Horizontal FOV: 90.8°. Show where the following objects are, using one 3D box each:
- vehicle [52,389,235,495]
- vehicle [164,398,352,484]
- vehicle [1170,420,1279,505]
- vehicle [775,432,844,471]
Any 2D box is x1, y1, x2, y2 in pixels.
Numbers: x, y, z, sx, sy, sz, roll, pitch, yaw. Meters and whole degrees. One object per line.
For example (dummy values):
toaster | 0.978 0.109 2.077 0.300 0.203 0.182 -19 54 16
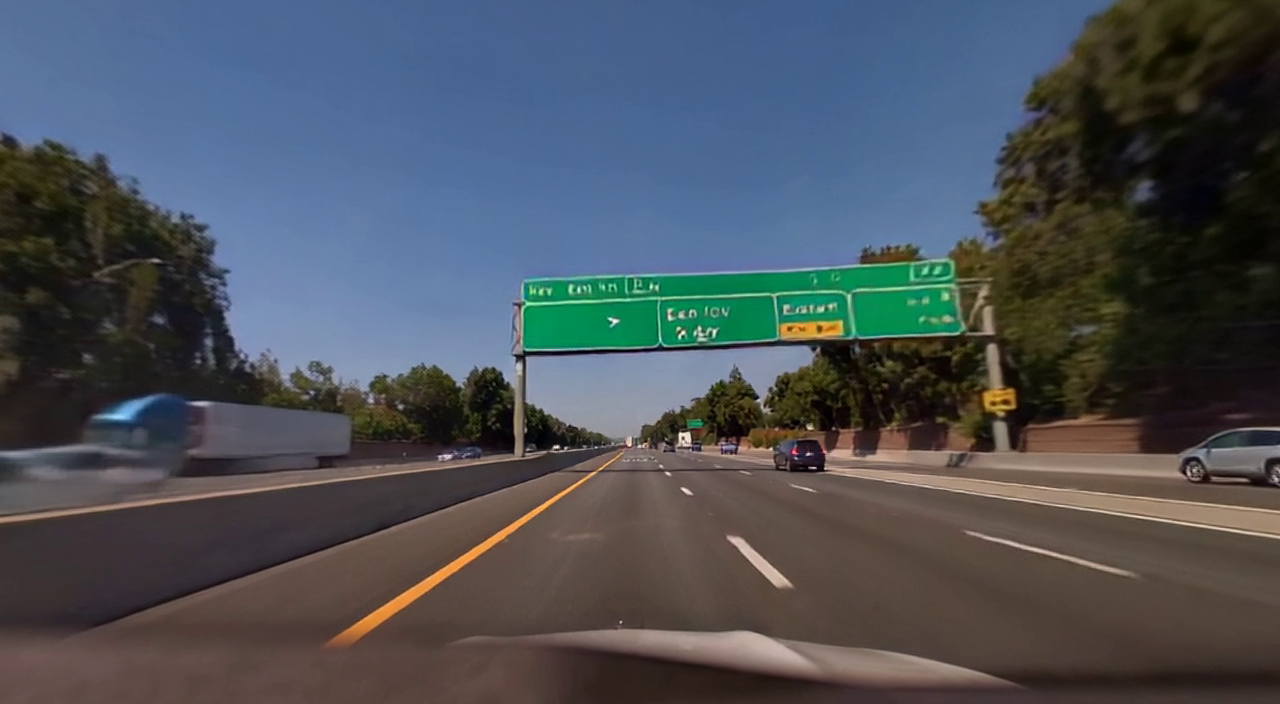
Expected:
vehicle | -21.187 3.917 27.517 3.071 4.073 5.744 0 -8 -1
vehicle | -21.455 5.279 37.191 2.889 4.092 13.333 0 -8 -1
vehicle | 14.033 2.310 13.246 1.957 1.709 4.387 0 -8 -1
vehicle | 8.630 5.104 32.574 2.098 1.820 4.505 0 -8 -2
